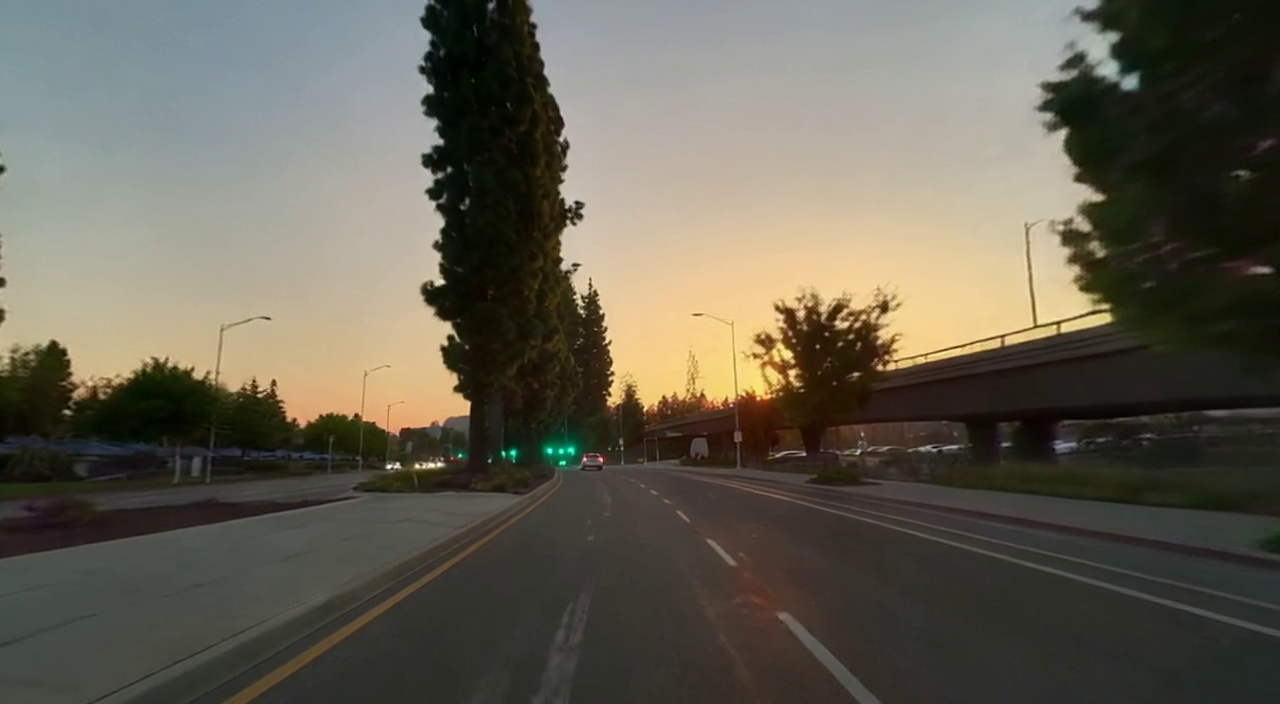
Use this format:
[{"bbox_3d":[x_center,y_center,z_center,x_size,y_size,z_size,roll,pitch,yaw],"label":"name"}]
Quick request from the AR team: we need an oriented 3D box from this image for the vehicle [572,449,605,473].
[{"bbox_3d":[-4.022,8.385,48.792,2.184,1.713,4.231,1,-8,-9],"label":"vehicle"}]
